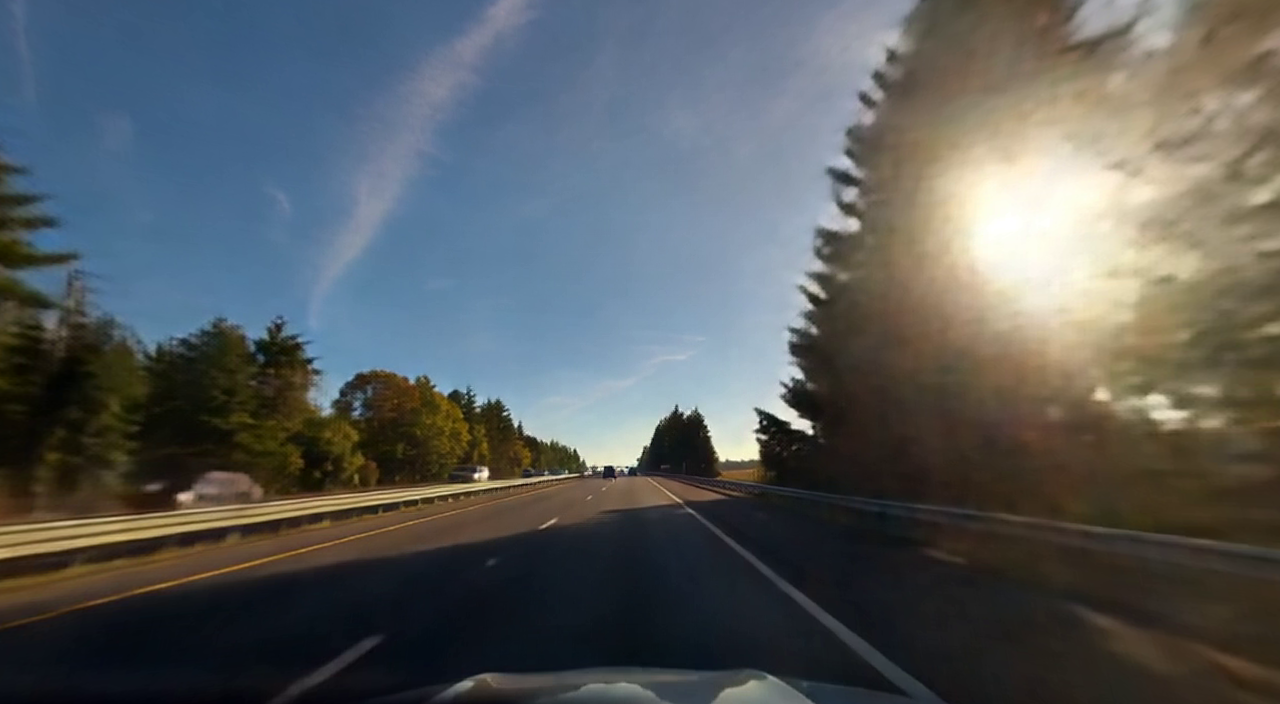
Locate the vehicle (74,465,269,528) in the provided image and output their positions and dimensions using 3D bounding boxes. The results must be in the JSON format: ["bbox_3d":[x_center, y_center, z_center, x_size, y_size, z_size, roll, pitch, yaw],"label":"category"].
[{"bbox_3d":[-12.652,3.918,17.508,1.932,1.473,4.509,1,-11,0],"label":"vehicle"}]

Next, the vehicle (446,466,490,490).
[{"bbox_3d":[-12.914,9.463,47.540,2.000,1.682,4.526,1,-11,0],"label":"vehicle"}]
